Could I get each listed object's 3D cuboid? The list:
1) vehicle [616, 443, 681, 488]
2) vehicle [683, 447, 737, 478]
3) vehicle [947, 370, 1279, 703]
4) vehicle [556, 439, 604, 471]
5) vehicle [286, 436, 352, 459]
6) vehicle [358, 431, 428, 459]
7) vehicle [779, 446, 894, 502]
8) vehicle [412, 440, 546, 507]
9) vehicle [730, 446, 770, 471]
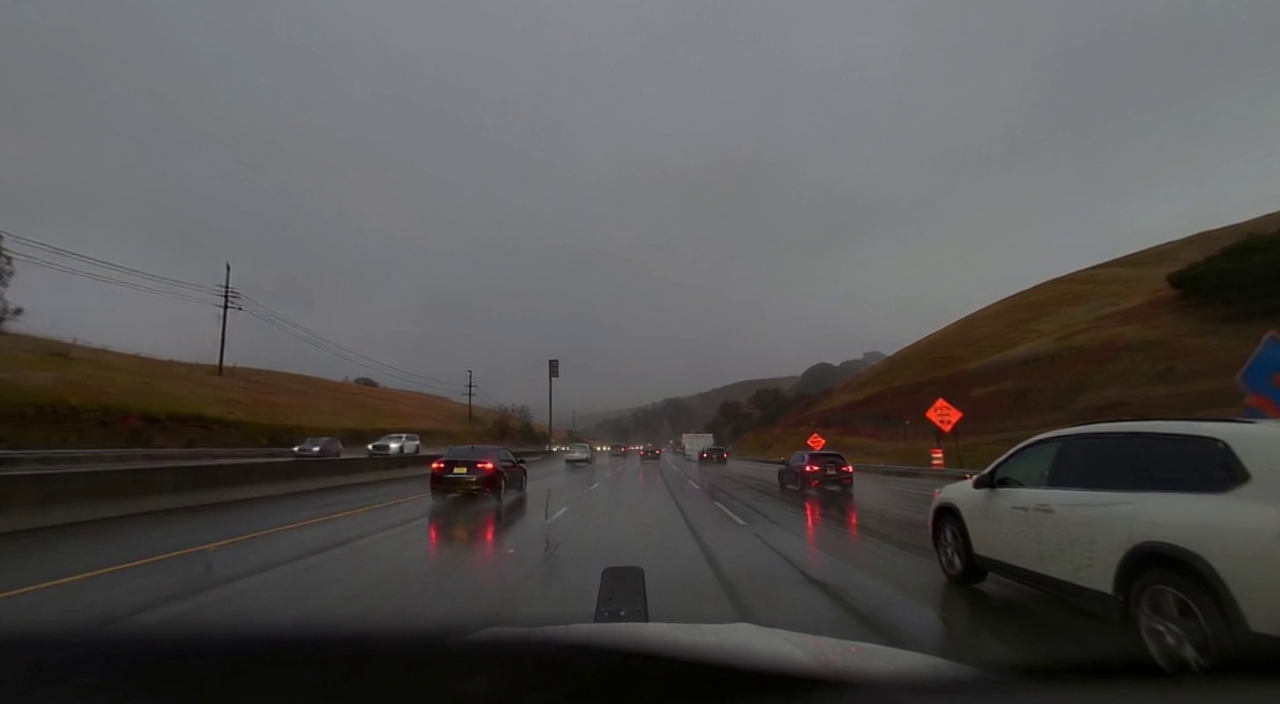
[{"bbox_3d":[0.279,4.114,23.187,2.138,1.473,4.392,0,-9,0],"label":"vehicle"},{"bbox_3d":[3.435,5.506,31.718,2.177,1.453,4.205,0,-9,-1],"label":"vehicle"},{"bbox_3d":[3.835,1.007,3.380,2.018,1.670,4.658,0,-9,0],"label":"vehicle"},{"bbox_3d":[-3.360,5.859,36.144,2.234,1.675,4.527,-1,-9,1],"label":"vehicle"},{"bbox_3d":[-21.503,6.423,42.454,1.996,1.473,4.452,-1,-9,2],"label":"vehicle"},{"bbox_3d":[-15.104,5.751,38.958,2.257,1.591,4.861,-1,-9,1],"label":"vehicle"},{"bbox_3d":[5.690,3.553,18.862,1.867,1.465,4.093,0,-9,-4],"label":"vehicle"},{"bbox_3d":[-3.834,2.982,15.913,2.232,1.438,4.163,0,-9,1],"label":"vehicle"},{"bbox_3d":[8.093,7.869,46.838,2.042,1.684,4.609,0,-9,0],"label":"vehicle"}]
